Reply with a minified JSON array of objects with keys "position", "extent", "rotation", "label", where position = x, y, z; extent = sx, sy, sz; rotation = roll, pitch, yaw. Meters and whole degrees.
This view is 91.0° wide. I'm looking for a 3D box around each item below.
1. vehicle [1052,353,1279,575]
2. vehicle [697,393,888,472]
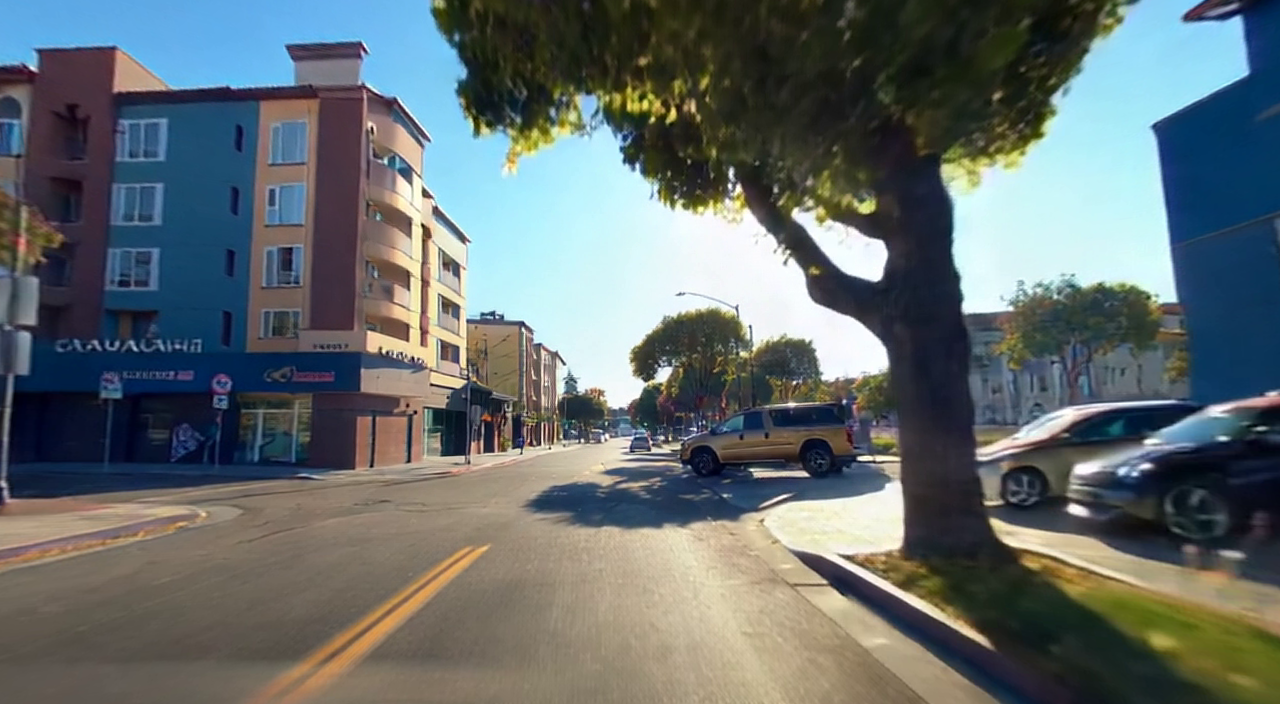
[{"position":[6.366,0.911,5.352],"extent":[4.254,1.636,2.327],"rotation":[-3,-8,20],"label":"vehicle"},{"position":[5.338,2.897,22.593],"extent":[6.221,2.498,2.239],"rotation":[-5,-9,33],"label":"vehicle"}]
